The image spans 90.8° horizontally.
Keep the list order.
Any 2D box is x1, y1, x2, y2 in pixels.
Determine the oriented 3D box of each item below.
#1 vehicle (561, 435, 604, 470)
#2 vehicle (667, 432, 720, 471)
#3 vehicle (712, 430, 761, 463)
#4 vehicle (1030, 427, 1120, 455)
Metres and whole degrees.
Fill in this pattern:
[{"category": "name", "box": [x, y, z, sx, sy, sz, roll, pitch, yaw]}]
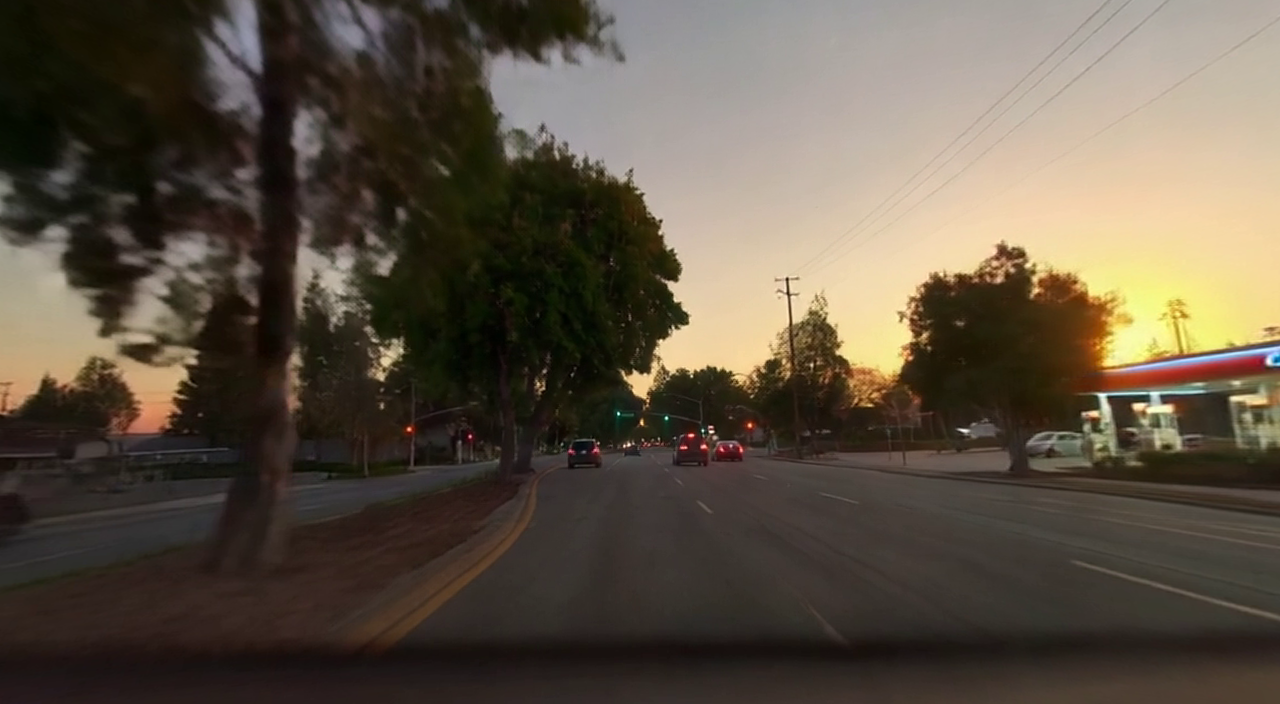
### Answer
[{"category": "vehicle", "box": [-3.233, 5.748, 36.324, 2.261, 1.820, 4.255, 0, -8, -3]}, {"category": "vehicle", "box": [2.631, 5.016, 32.100, 2.140, 1.800, 4.660, 0, -8, -1]}, {"category": "vehicle", "box": [6.902, 6.851, 45.865, 2.510, 2.176, 5.527, 0, -8, -2]}, {"category": "vehicle", "box": [24.241, 5.023, 35.418, 1.805, 1.460, 4.326, 0, -8, -2]}]
